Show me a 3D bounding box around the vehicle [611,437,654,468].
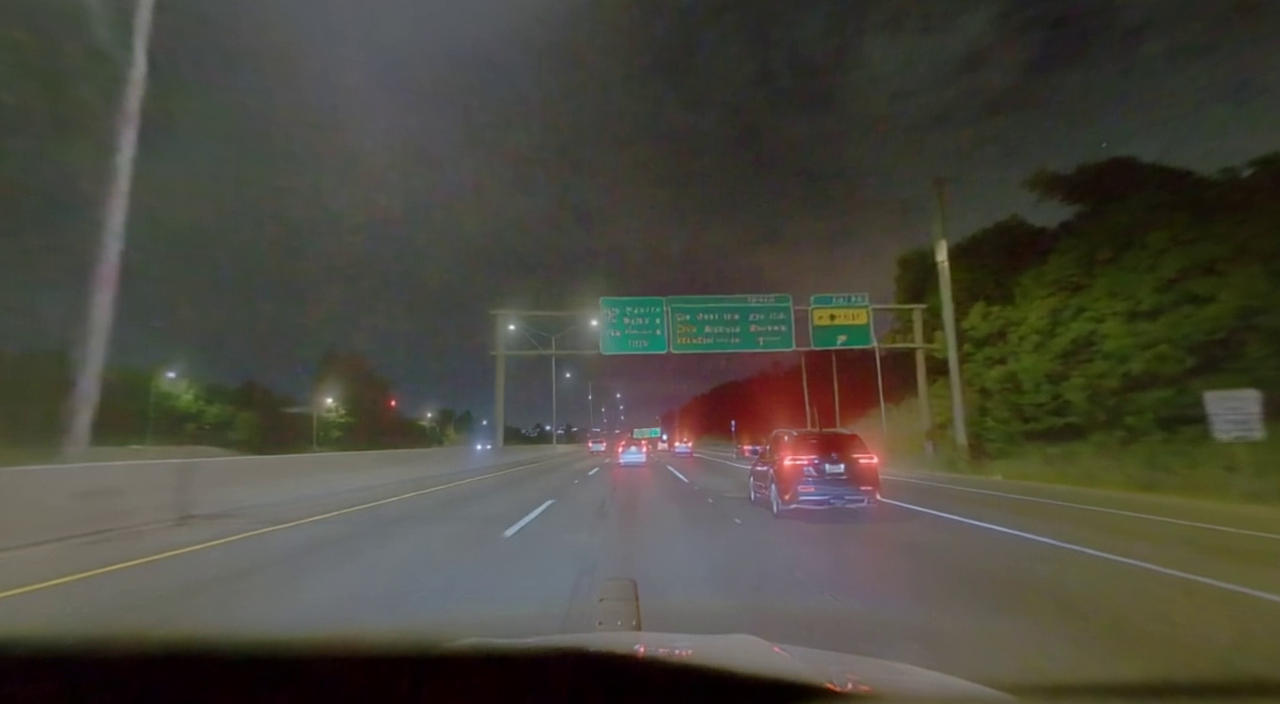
[{"bbox_3d":[-0.377,4.983,31.477,1.985,1.457,4.227,0,-8,-1],"label":"vehicle"}]

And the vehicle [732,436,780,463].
[{"bbox_3d":[6.833,5.814,37.677,1.935,1.478,4.433,0,-8,-1],"label":"vehicle"}]
